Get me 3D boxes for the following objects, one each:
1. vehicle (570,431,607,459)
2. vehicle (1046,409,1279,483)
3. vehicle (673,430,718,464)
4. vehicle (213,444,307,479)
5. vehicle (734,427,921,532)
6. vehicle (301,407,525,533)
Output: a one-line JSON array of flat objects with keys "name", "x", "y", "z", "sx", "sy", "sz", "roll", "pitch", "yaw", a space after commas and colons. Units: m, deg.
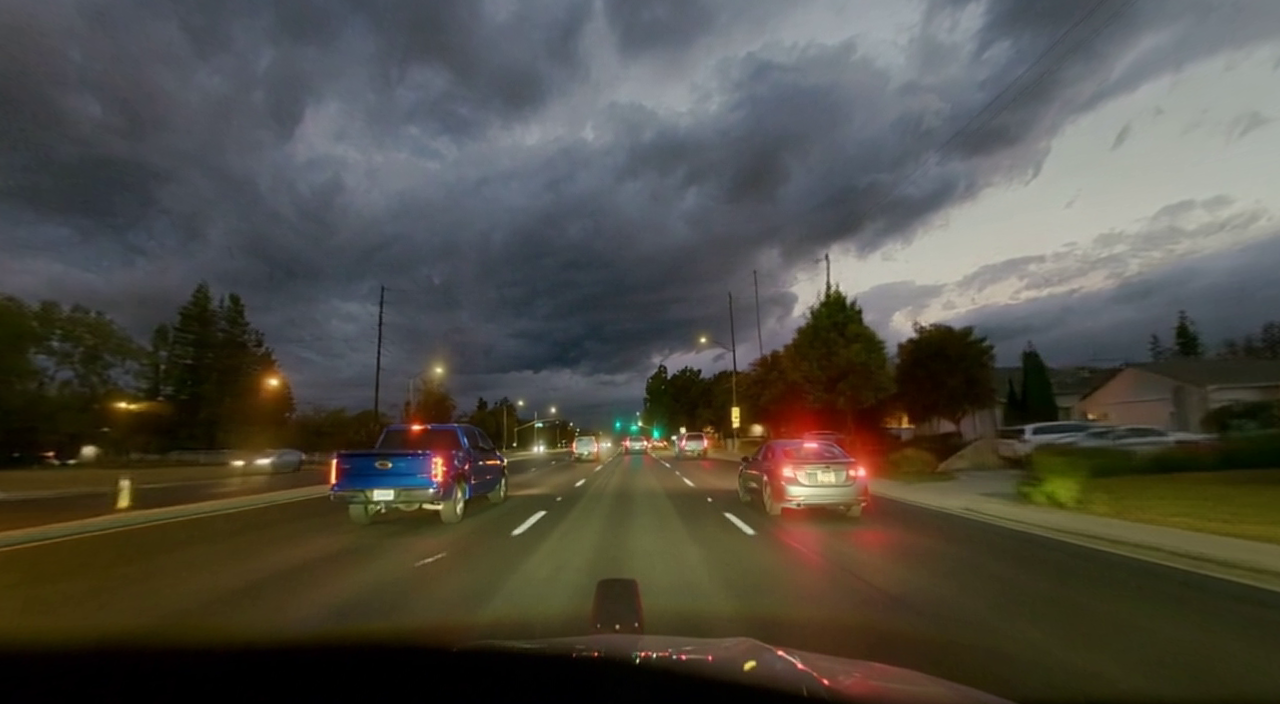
[{"name": "vehicle", "x": -3.517, "y": 6.452, "z": 44.000, "sx": 2.218, "sy": 1.829, "sz": 4.492, "roll": 0, "pitch": -8, "yaw": 0}, {"name": "vehicle", "x": 14.033, "y": 2.529, "z": 17.112, "sx": 4.647, "sy": 1.841, "sz": 2.009, "roll": 0, "pitch": -8, "yaw": -2}, {"name": "vehicle", "x": 3.154, "y": 5.489, "z": 36.818, "sx": 2.099, "sy": 1.845, "sz": 4.363, "roll": 0, "pitch": -8, "yaw": -2}, {"name": "vehicle", "x": -18.318, "y": 5.246, "z": 30.691, "sx": 1.841, "sy": 1.554, "sz": 4.260, "roll": 0, "pitch": -8, "yaw": 1}, {"name": "vehicle", "x": 2.952, "y": 2.091, "z": 11.032, "sx": 1.884, "sy": 1.463, "sz": 4.195, "roll": 0, "pitch": -8, "yaw": -1}, {"name": "vehicle", "x": -3.644, "y": 2.008, "z": 11.489, "sx": 2.111, "sy": 1.745, "sz": 5.274, "roll": 0, "pitch": -8, "yaw": 0}]
